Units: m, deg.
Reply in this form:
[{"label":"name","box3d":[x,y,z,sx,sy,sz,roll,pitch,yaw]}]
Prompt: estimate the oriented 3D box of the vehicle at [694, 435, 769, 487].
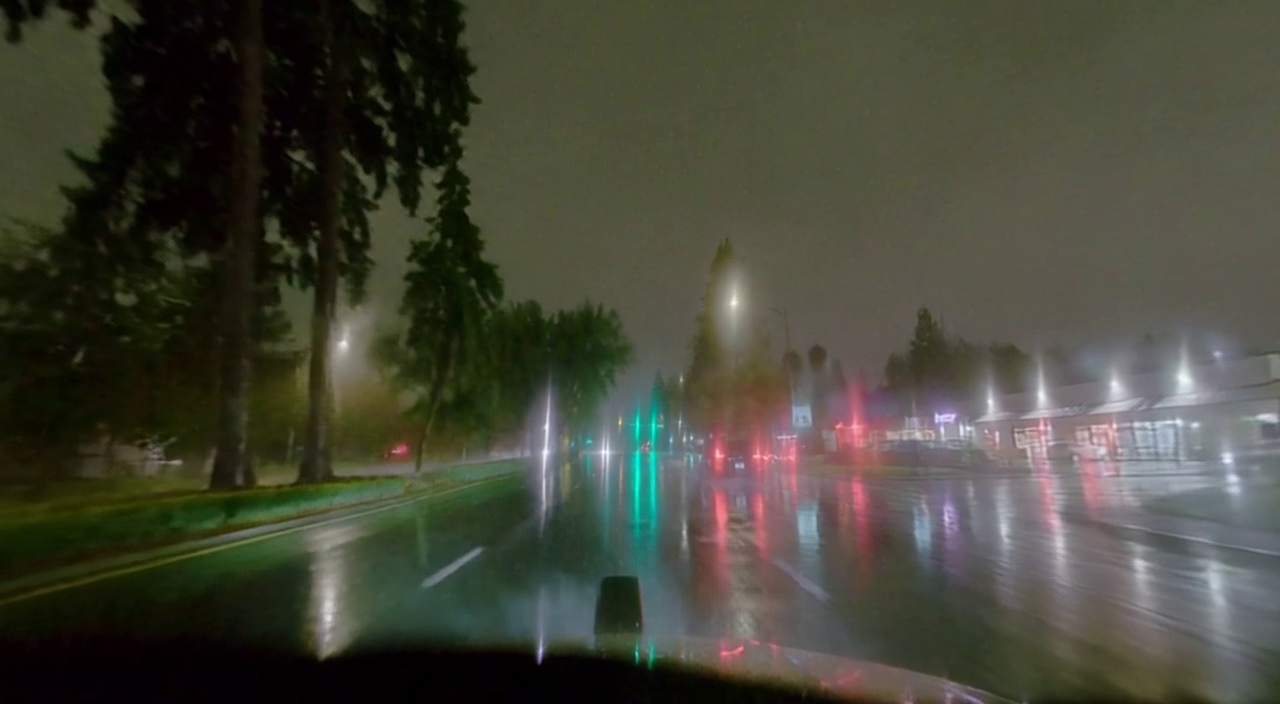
[{"label":"vehicle","box3d":[3.292,4.029,23.615,2.083,1.743,4.354,0,-8,-1]}]
